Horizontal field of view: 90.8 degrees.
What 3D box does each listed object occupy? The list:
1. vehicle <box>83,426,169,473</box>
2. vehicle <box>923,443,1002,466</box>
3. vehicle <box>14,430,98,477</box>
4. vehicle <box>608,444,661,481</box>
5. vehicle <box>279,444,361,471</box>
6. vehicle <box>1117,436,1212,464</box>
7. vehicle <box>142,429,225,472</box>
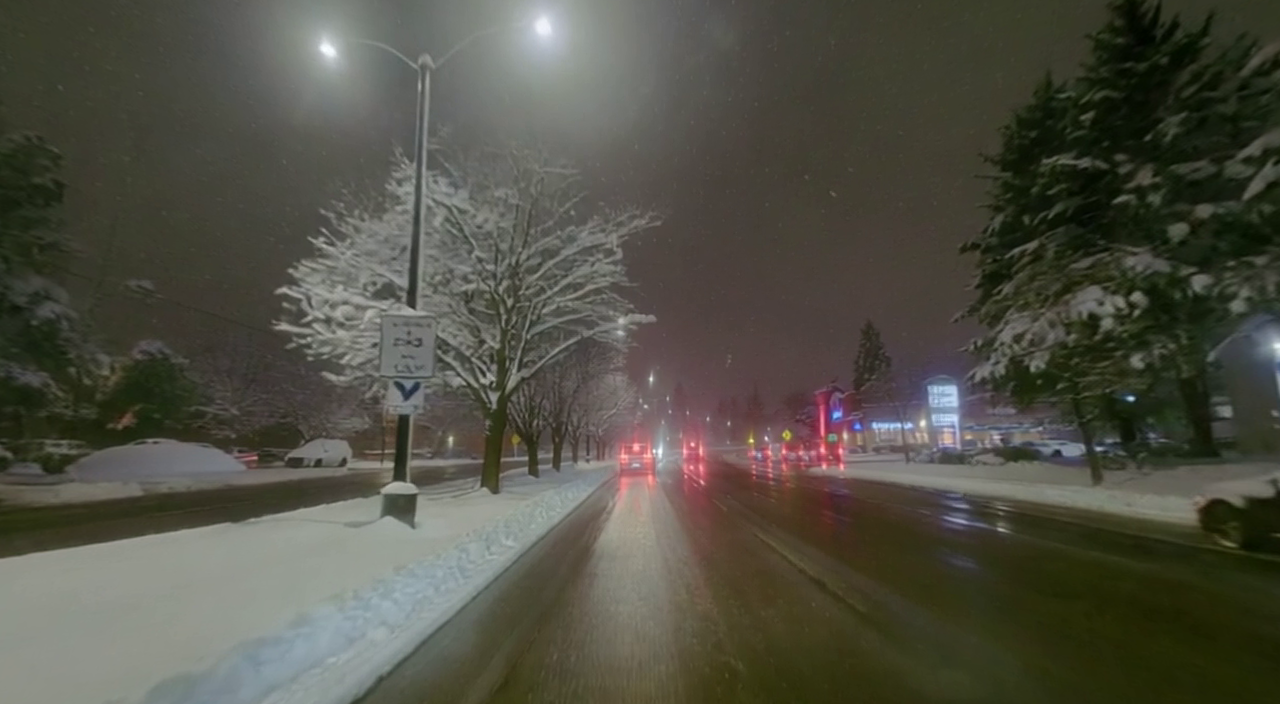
[{"bbox_3d":[-31.986,6.129,39.268,5.926,2.638,2.413,-8,-12,35],"label":"vehicle"},{"bbox_3d":[21.461,6.819,42.206,4.197,1.505,1.915,0,-8,1],"label":"vehicle"},{"bbox_3d":[-34.534,5.938,37.293,6.029,2.538,2.343,-6,-10,37],"label":"vehicle"},{"bbox_3d":[-0.195,4.687,27.060,2.095,1.456,3.873,0,-8,1],"label":"vehicle"},{"bbox_3d":[-24.042,7.898,47.582,5.104,1.947,2.106,6,-10,-35],"label":"vehicle"},{"bbox_3d":[34.668,6.517,41.861,4.366,1.723,1.944,-1,-10,4],"label":"vehicle"},{"bbox_3d":[-30.242,6.590,41.817,5.689,2.583,2.285,-7,-12,32],"label":"vehicle"}]
